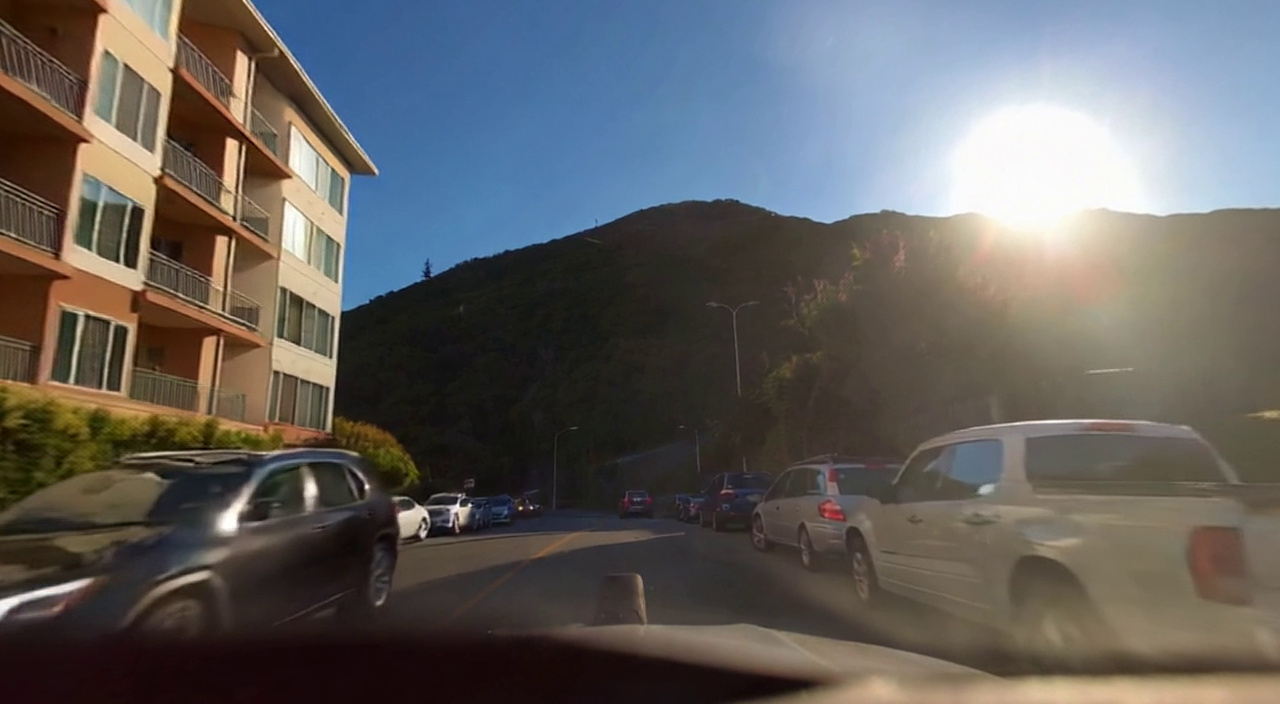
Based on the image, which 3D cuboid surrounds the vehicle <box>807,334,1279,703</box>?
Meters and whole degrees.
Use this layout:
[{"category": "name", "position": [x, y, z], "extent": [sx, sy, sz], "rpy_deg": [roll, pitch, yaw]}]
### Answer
[{"category": "vehicle", "position": [2.890, 1.205, 4.424], "extent": [2.139, 1.752, 4.411], "rpy_deg": [0, -11, -1]}]

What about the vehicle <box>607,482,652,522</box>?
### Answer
[{"category": "vehicle", "position": [-0.576, 7.807, 33.018], "extent": [2.201, 1.731, 3.854], "rpy_deg": [0, -9, -2]}]

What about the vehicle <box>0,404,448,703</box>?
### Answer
[{"category": "vehicle", "position": [-3.238, 1.419, 4.781], "extent": [2.102, 1.621, 4.627], "rpy_deg": [0, -10, 0]}]

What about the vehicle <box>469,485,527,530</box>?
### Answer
[{"category": "vehicle", "position": [-6.897, 7.593, 31.013], "extent": [2.013, 1.729, 4.329], "rpy_deg": [0, -9, -2]}]

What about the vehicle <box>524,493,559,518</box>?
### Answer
[{"category": "vehicle", "position": [-7.112, 11.095, 45.784], "extent": [1.859, 1.428, 4.465], "rpy_deg": [0, -9, -1]}]
